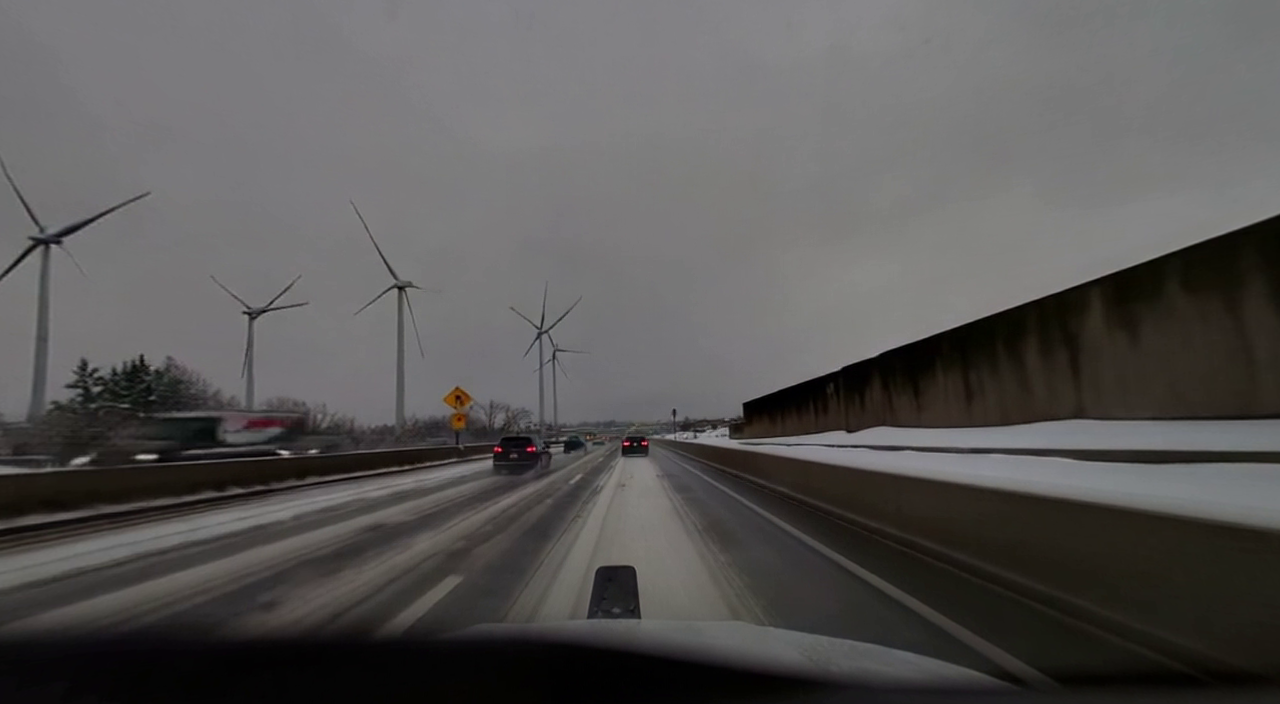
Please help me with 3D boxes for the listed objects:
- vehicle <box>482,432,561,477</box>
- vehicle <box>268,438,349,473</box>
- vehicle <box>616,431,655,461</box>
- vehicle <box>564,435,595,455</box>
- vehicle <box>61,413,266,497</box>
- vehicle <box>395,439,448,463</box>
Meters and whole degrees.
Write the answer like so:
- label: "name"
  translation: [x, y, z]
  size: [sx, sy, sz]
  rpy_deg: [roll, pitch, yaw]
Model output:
- label: "vehicle"
  translation: [-4.138, 3.642, 22.803]
  size: [1.998, 1.468, 4.635]
  rpy_deg: [0, -8, 0]
- label: "vehicle"
  translation: [-18.026, 5.615, 34.547]
  size: [2.026, 1.726, 4.400]
  rpy_deg: [0, -7, 0]
- label: "vehicle"
  translation: [-0.291, 5.186, 34.813]
  size: [2.027, 1.550, 3.607]
  rpy_deg: [0, -8, -1]
- label: "vehicle"
  translation: [-4.518, 7.006, 47.473]
  size: [2.059, 1.436, 3.802]
  rpy_deg: [0, -8, -1]
- label: "vehicle"
  translation: [-13.528, 2.931, 18.436]
  size: [2.055, 2.120, 5.013]
  rpy_deg: [0, -8, -1]
- label: "vehicle"
  translation: [-14.223, 6.454, 41.244]
  size: [1.876, 1.452, 4.670]
  rpy_deg: [0, -8, -1]
